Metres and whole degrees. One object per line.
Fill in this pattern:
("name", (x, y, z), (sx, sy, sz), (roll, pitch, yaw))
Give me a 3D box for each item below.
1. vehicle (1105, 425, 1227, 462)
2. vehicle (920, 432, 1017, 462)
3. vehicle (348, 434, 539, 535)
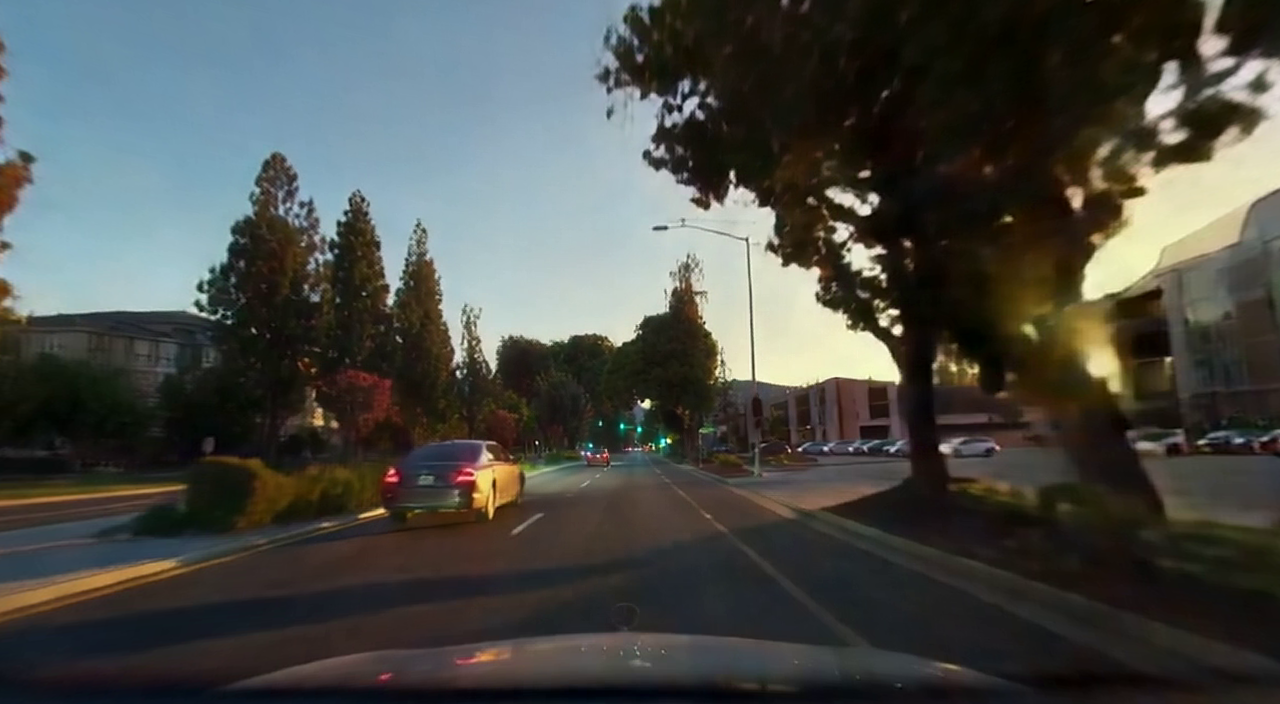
("vehicle", (27.187, 4.783, 32.927), (1.837, 1.720, 4.764), (1, -9, -7))
("vehicle", (19.308, 5.621, 37.241), (4.465, 1.587, 2.178), (0, -11, -7))
("vehicle", (-3.358, 2.373, 12.017), (2.011, 1.498, 4.914), (0, -9, 1))
